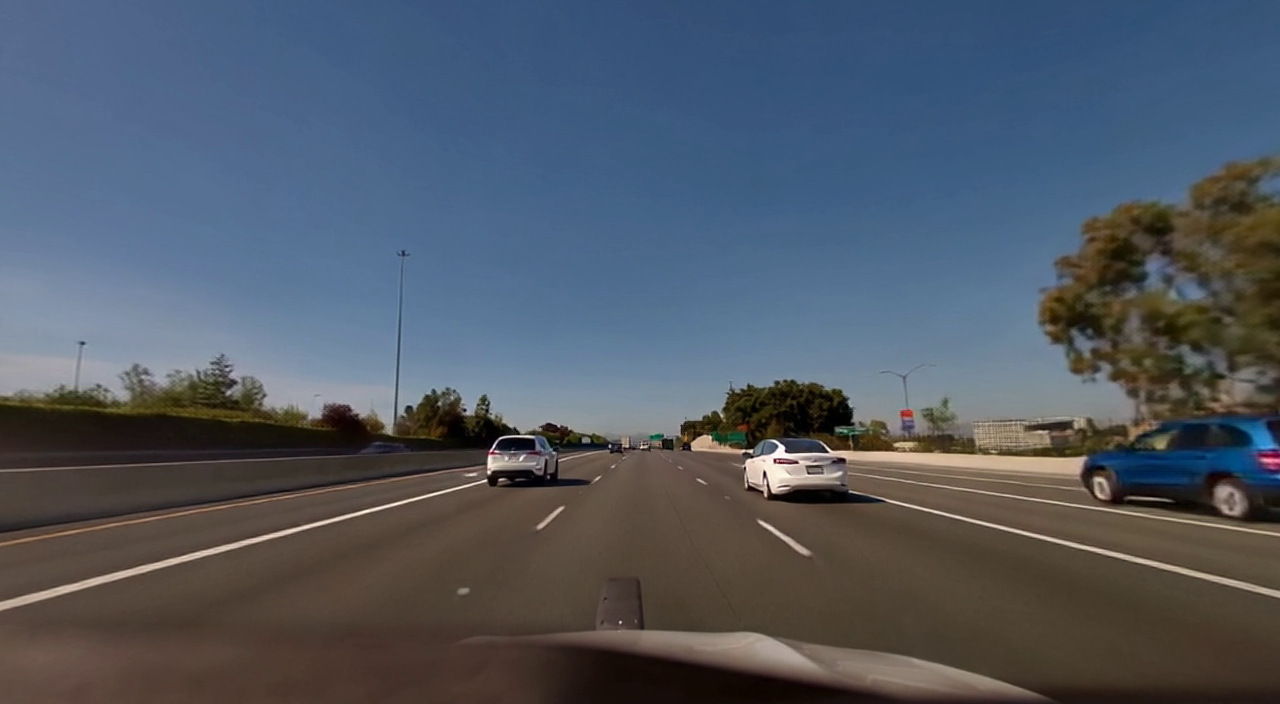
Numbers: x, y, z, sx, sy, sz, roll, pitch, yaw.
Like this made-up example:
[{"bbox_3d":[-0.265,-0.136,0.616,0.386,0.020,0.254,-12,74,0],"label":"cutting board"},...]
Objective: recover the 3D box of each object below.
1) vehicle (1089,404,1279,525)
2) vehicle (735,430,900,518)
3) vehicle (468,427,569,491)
[{"bbox_3d":[11.110,1.937,11.052,2.223,1.865,5.704,0,-8,-1],"label":"vehicle"},{"bbox_3d":[3.559,2.547,13.814,2.107,1.550,4.949,0,-8,-1],"label":"vehicle"},{"bbox_3d":[-3.618,3.312,19.785,2.193,1.746,4.512,0,-8,1],"label":"vehicle"}]
